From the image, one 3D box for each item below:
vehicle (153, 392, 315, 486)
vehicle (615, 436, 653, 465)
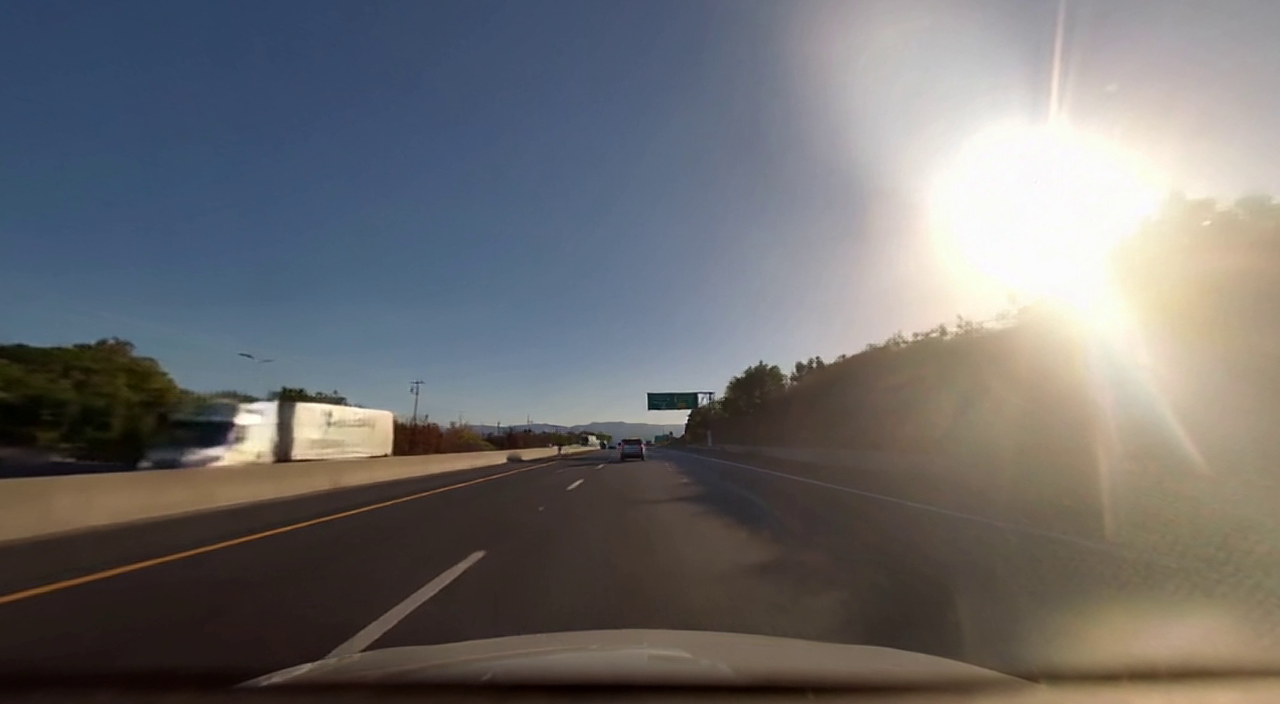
[{"bbox_3d":[-18.597,4.085,29.531,2.875,3.862,6.867,0,-8,0],"label":"vehicle"},{"bbox_3d":[-0.372,5.856,37.592,2.111,1.635,4.177,0,-8,-1],"label":"vehicle"}]
